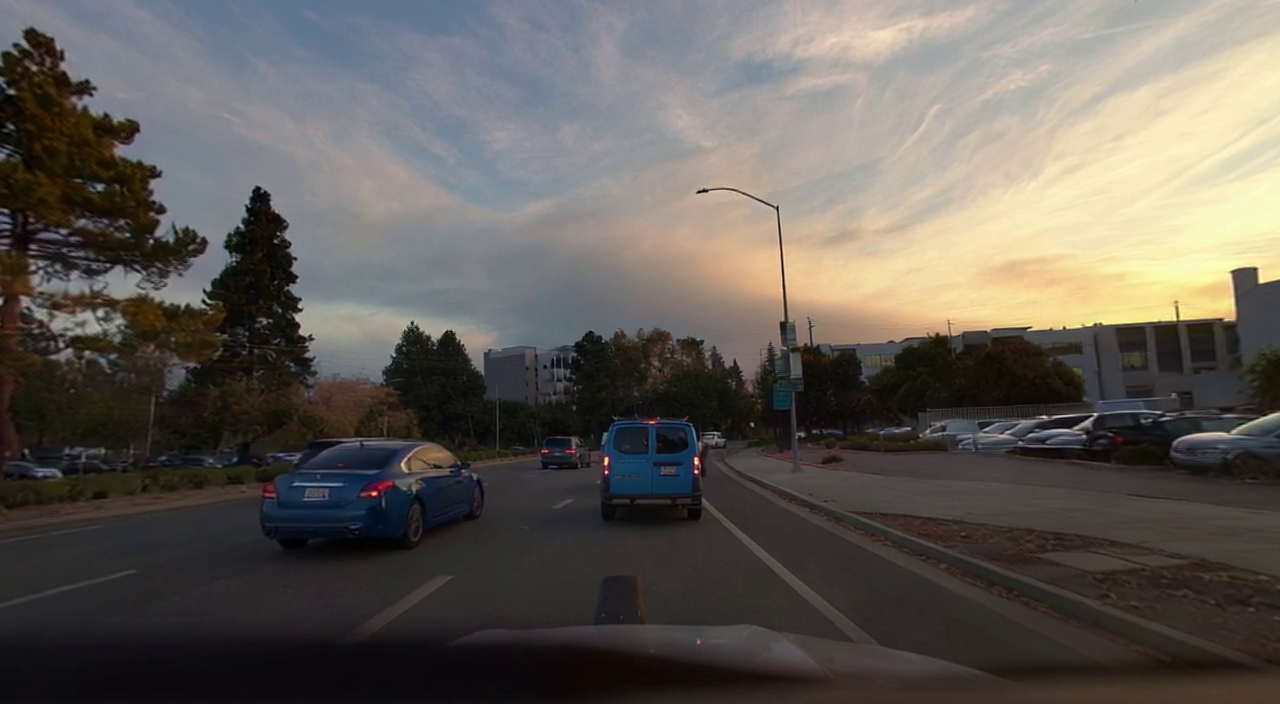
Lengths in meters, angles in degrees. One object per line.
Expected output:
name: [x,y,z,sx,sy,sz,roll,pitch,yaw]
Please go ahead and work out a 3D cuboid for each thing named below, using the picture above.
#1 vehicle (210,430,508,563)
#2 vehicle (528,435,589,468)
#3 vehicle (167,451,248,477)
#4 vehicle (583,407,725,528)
vehicle: [-3.671,1.975,9.526,1.991,1.459,4.813,-1,-9,4]
vehicle: [-4.456,5.519,35.183,2.116,1.714,4.757,-1,-9,9]
vehicle: [-32.779,8.456,48.099,1.977,1.788,4.978,-2,-9,13]
vehicle: [0.291,2.087,11.824,2.173,1.830,4.189,0,-9,2]
